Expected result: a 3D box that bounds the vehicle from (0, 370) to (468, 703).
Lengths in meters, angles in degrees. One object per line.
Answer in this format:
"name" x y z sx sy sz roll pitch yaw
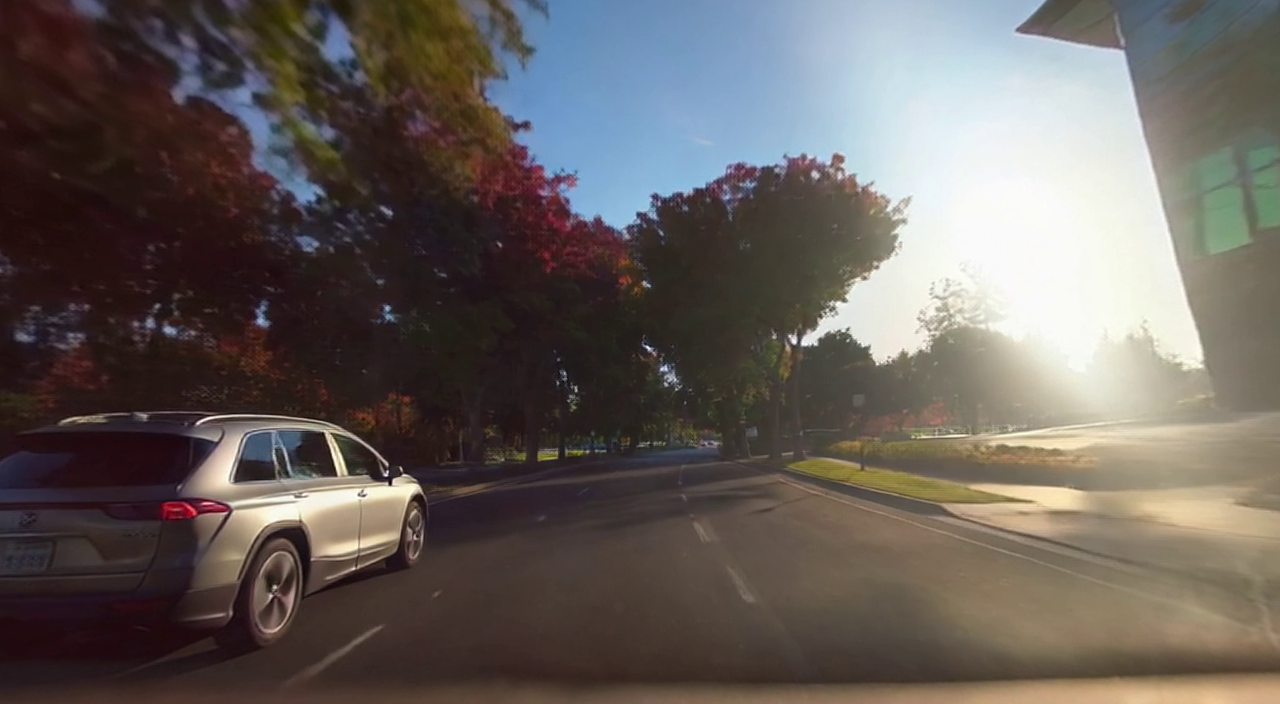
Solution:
"vehicle" -3.120 1.259 5.113 2.067 1.700 4.561 0 -8 1
